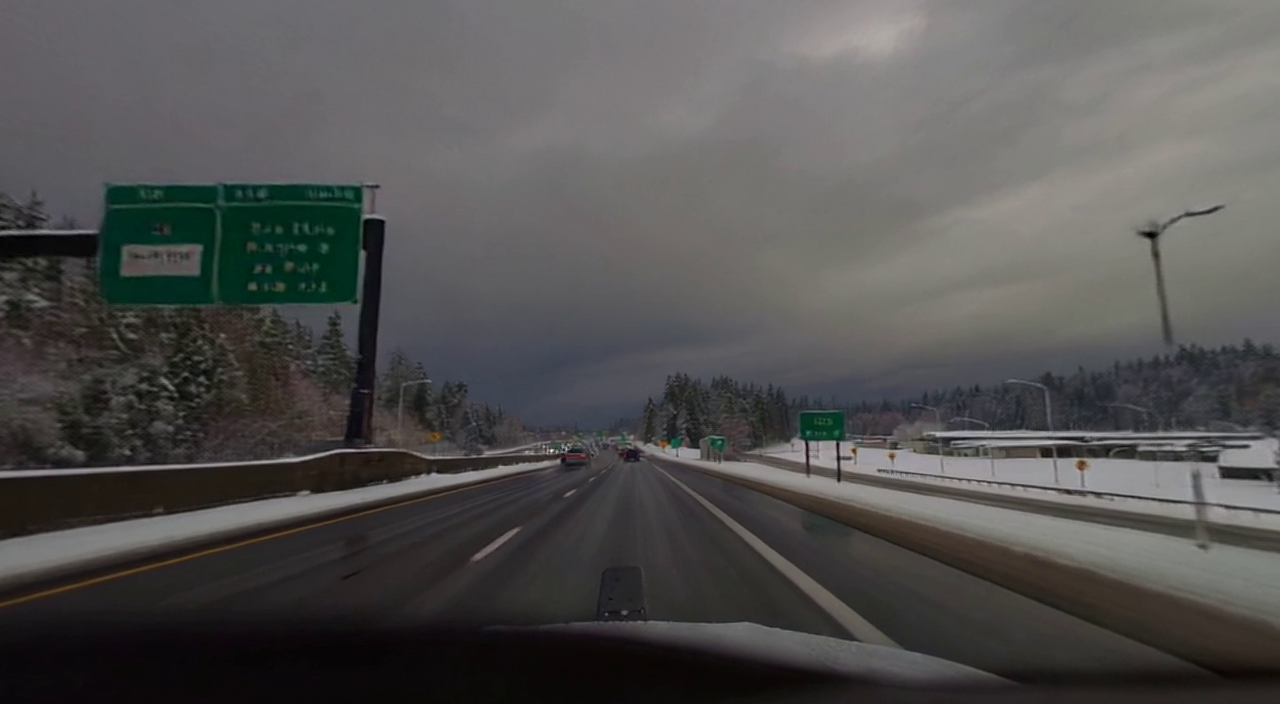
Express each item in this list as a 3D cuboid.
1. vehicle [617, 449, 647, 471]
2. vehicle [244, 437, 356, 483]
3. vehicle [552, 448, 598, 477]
[{"bbox_3d":[-0.576,7.777,45.656,2.100,1.471,3.956,0,-8,0],"label":"vehicle"},{"bbox_3d":[-14.038,4.470,26.455,1.813,1.728,5.143,0,-8,0],"label":"vehicle"},{"bbox_3d":[-3.617,6.204,35.805,2.067,1.509,4.551,0,-8,0],"label":"vehicle"}]
